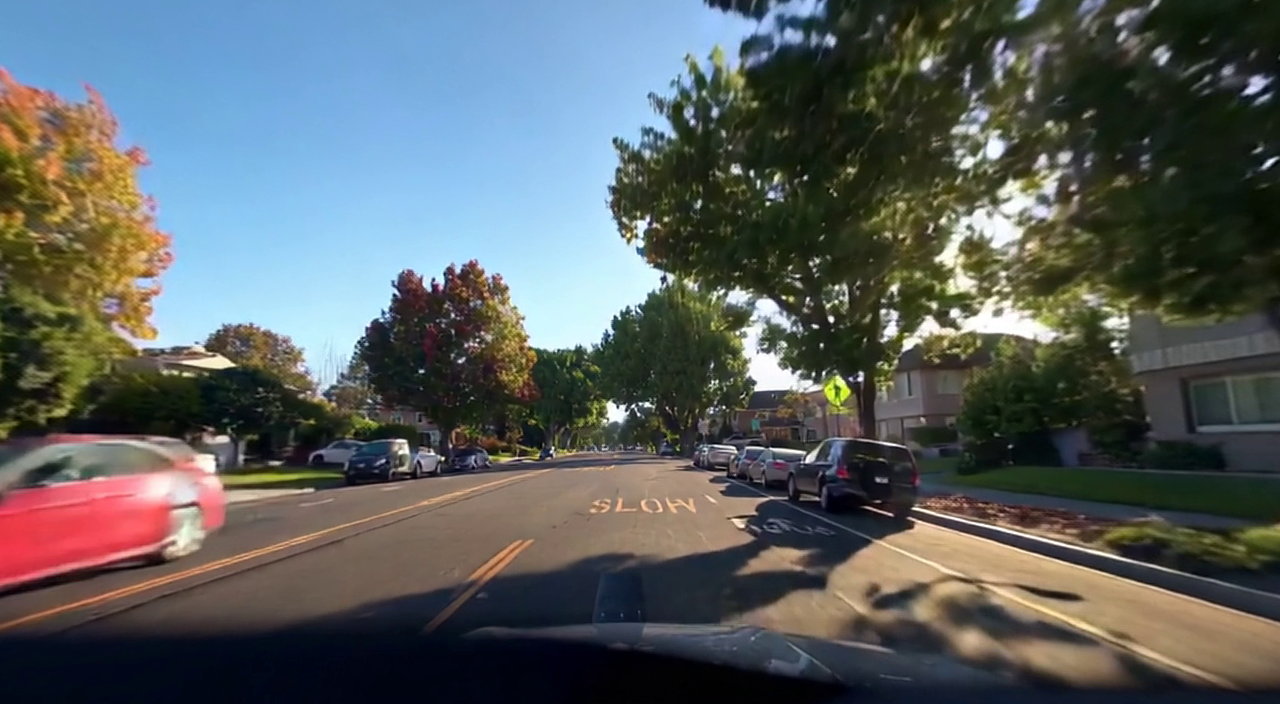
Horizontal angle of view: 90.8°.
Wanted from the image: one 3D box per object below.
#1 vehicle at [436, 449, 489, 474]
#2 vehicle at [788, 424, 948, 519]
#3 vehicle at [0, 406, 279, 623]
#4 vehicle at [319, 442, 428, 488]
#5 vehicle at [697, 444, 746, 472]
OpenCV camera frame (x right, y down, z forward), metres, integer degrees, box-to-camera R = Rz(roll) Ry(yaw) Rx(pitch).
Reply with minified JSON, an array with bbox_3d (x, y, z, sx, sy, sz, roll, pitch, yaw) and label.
[{"bbox_3d":[-11.078,6.846,39.793,1.949,1.457,4.581,0,-9,0],"label":"vehicle"},{"bbox_3d":[5.057,2.714,14.762,2.087,1.869,4.159,0,-9,-1],"label":"vehicle"},{"bbox_3d":[-6.265,1.550,6.693,2.166,1.734,4.551,0,-9,0],"label":"vehicle"},{"bbox_3d":[-11.331,4.829,27.385,2.459,1.804,4.877,0,-9,2],"label":"vehicle"},{"bbox_3d":[4.487,5.925,35.591,2.196,1.472,4.426,0,-9,0],"label":"vehicle"}]
